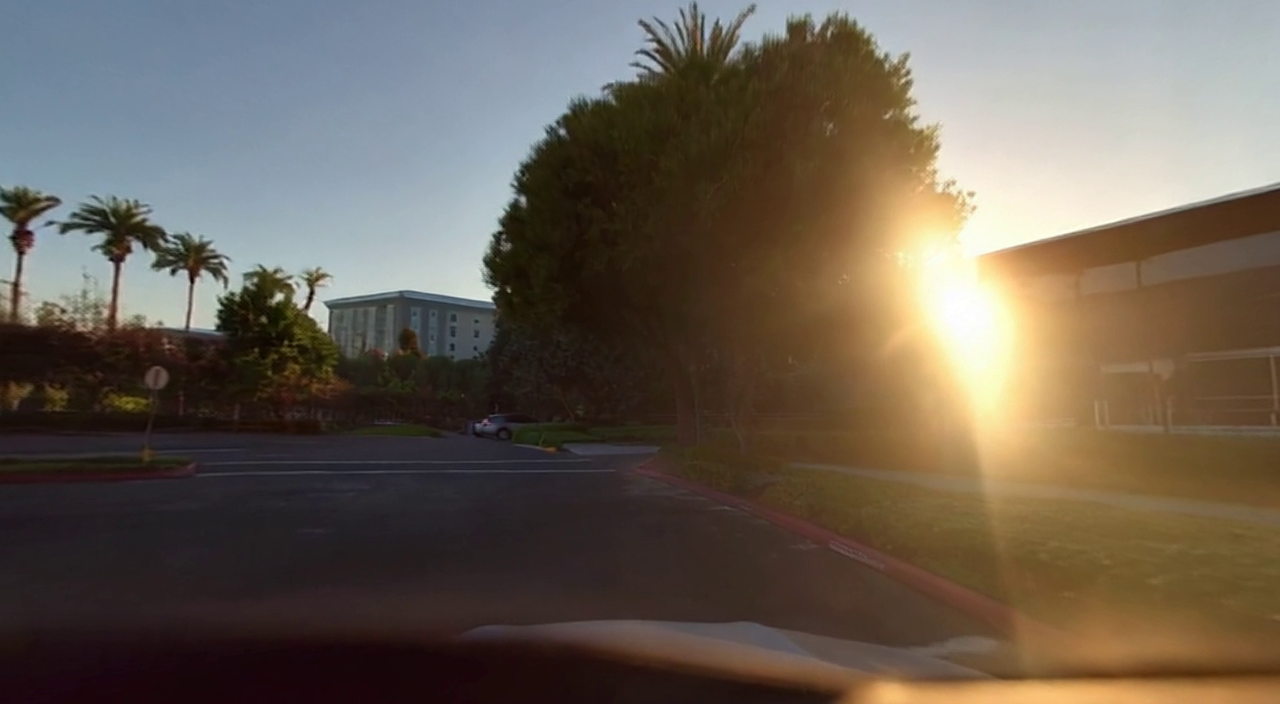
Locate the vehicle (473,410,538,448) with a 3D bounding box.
[{"bbox_3d":[-6.633,3.807,30.783,2.071,1.700,4.367,4,-9,-25],"label":"vehicle"}]

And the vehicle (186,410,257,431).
[{"bbox_3d":[-32.994,5.431,49.860,4.457,1.552,1.748,6,-10,-38],"label":"vehicle"}]
